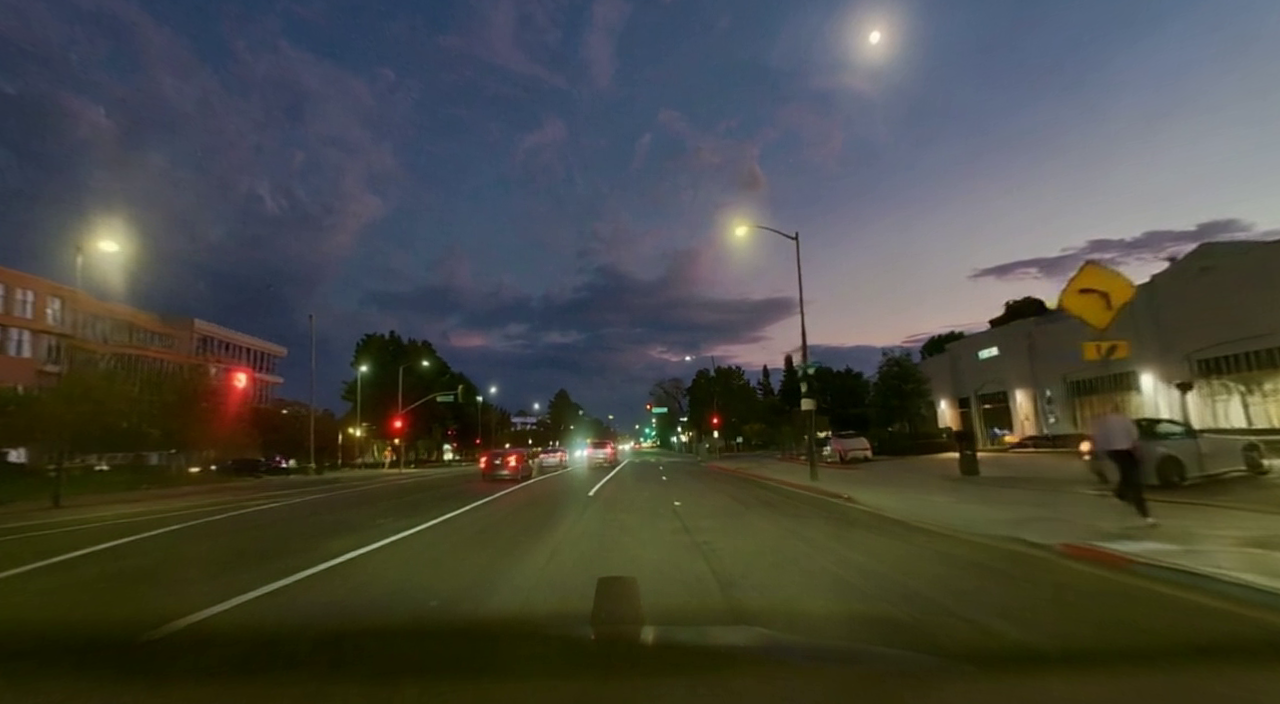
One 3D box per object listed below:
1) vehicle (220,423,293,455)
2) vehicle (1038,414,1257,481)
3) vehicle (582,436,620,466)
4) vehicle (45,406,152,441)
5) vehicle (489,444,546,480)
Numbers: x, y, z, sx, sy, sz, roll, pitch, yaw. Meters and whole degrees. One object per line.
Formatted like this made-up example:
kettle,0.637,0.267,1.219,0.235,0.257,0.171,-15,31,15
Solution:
vehicle,-25.266,5.745,41.721,3.572,2.012,1.872,-1,-8,-1
vehicle,14.843,2.850,18.735,4.562,1.648,2.028,-3,-9,3
vehicle,-2.841,7.433,47.618,2.496,2.155,5.468,0,-8,0
vehicle,-25.658,3.420,30.024,3.556,1.611,1.623,0,-8,2
vehicle,-5.646,5.090,29.468,1.889,1.572,3.599,0,-8,1
